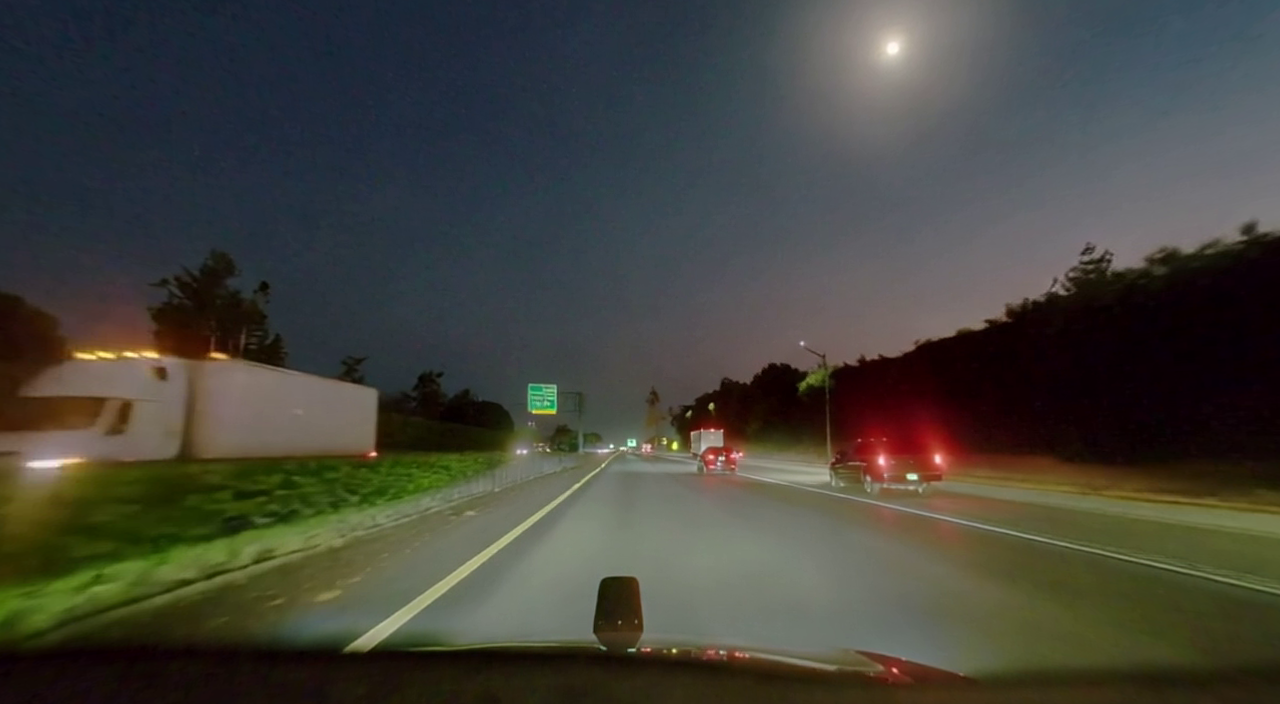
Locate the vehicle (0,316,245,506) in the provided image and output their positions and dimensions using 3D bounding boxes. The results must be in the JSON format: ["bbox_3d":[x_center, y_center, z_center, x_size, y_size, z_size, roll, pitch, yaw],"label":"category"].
[{"bbox_3d":[-13.635,1.661,16.107,2.974,3.986,5.874,0,-9,-1],"label":"vehicle"}]

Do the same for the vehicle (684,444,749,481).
[{"bbox_3d":[3.375,5.008,28.626,2.244,1.498,4.338,0,-9,-3],"label":"vehicle"}]
